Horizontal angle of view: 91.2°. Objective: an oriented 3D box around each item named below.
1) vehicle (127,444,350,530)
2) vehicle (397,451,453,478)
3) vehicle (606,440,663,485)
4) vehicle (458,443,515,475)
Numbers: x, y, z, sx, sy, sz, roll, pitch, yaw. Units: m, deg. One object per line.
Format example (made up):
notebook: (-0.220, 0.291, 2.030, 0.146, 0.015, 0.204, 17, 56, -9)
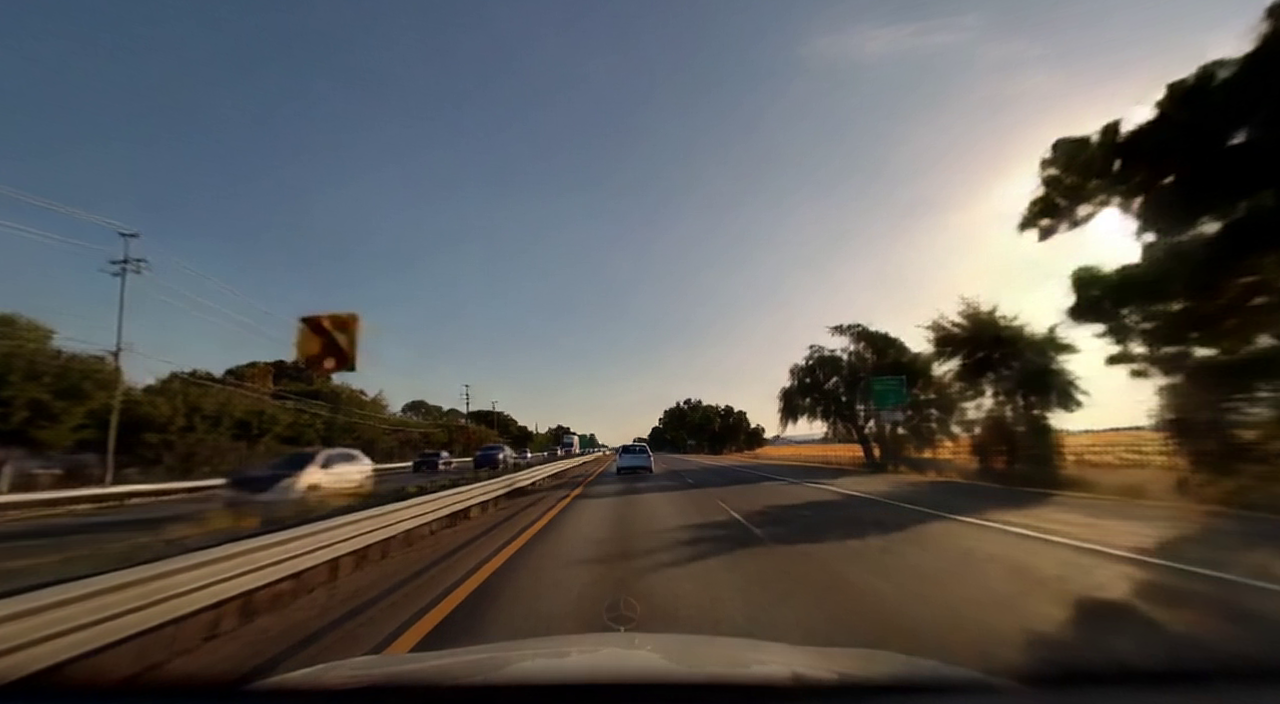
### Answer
vehicle: (-8.413, 2.822, 13.790, 1.977, 1.549, 4.521, 0, -9, -1)
vehicle: (-12.912, 6.751, 37.924, 1.864, 1.488, 4.473, 0, -9, -1)
vehicle: (-0.215, 4.091, 23.521, 1.971, 1.518, 4.108, 0, -9, -1)
vehicle: (-8.487, 5.944, 35.132, 2.090, 1.653, 4.437, 0, -9, 0)
